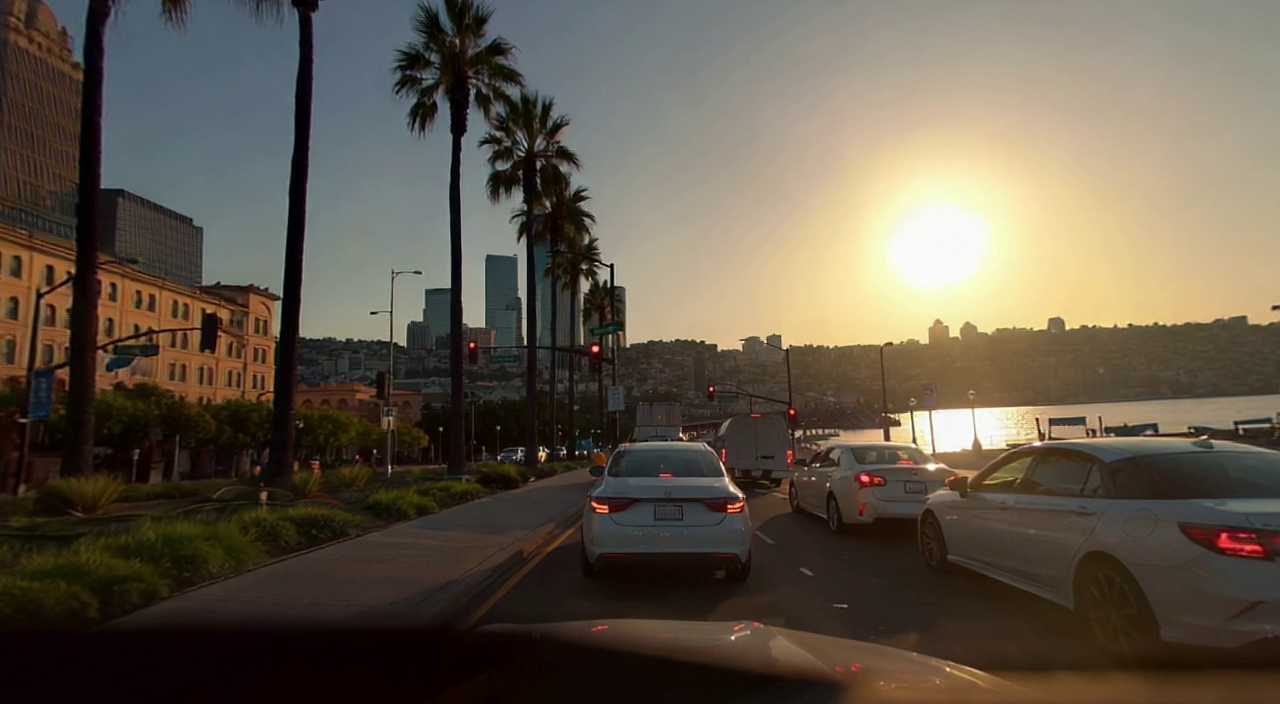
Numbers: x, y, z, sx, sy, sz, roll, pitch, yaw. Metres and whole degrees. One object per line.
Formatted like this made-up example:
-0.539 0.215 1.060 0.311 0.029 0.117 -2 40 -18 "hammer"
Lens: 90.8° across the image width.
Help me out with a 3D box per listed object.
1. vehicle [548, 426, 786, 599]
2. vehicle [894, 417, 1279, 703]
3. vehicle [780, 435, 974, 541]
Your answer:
0.263 1.699 7.484 2.093 1.503 3.681 0 -9 1 "vehicle"
3.911 1.363 5.089 1.913 1.469 4.425 0 -9 0 "vehicle"
3.889 2.288 11.321 1.920 1.490 4.417 -1 -9 2 "vehicle"
